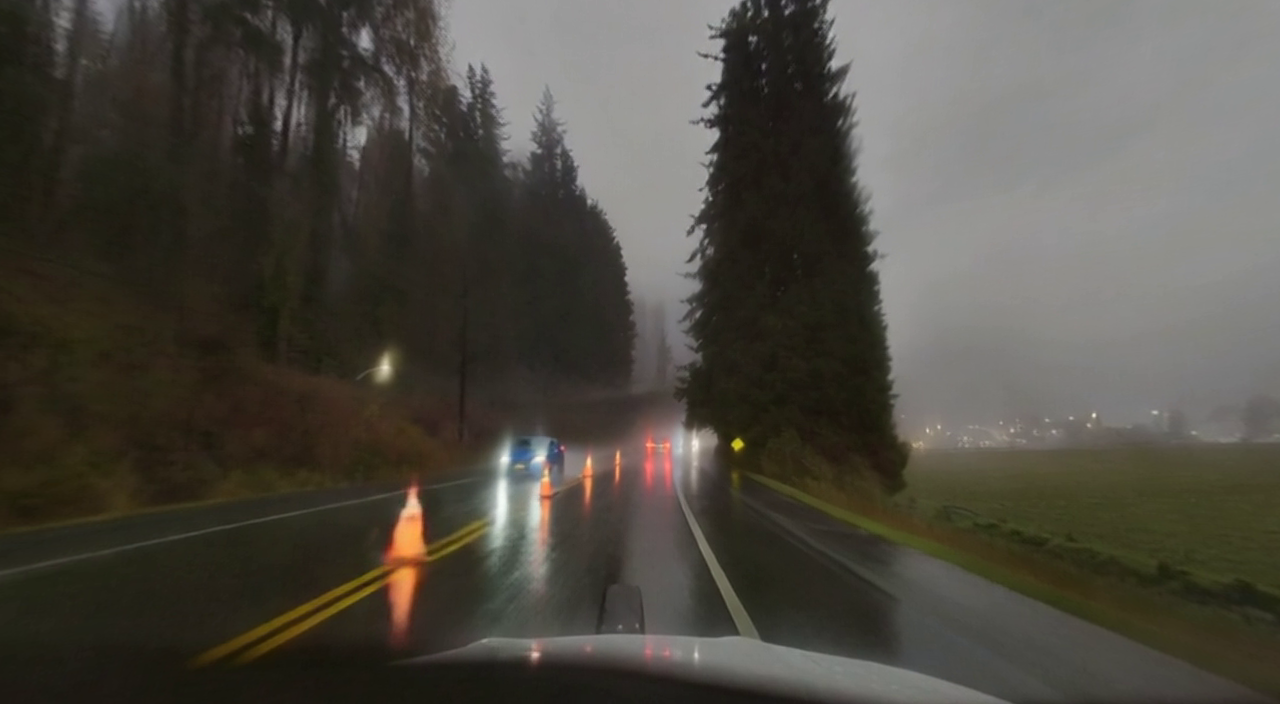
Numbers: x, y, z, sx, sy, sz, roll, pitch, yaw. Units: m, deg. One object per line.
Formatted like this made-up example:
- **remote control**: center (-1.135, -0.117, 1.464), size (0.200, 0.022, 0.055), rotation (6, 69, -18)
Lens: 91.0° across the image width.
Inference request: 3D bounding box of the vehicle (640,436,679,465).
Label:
- **vehicle**: center (1.140, 5.463, 35.020), size (2.042, 1.489, 3.963), rotation (0, -8, 3)

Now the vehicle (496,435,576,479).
- **vehicle**: center (-3.794, 3.923, 23.792), size (2.046, 1.451, 4.342), rotation (0, -8, 4)
